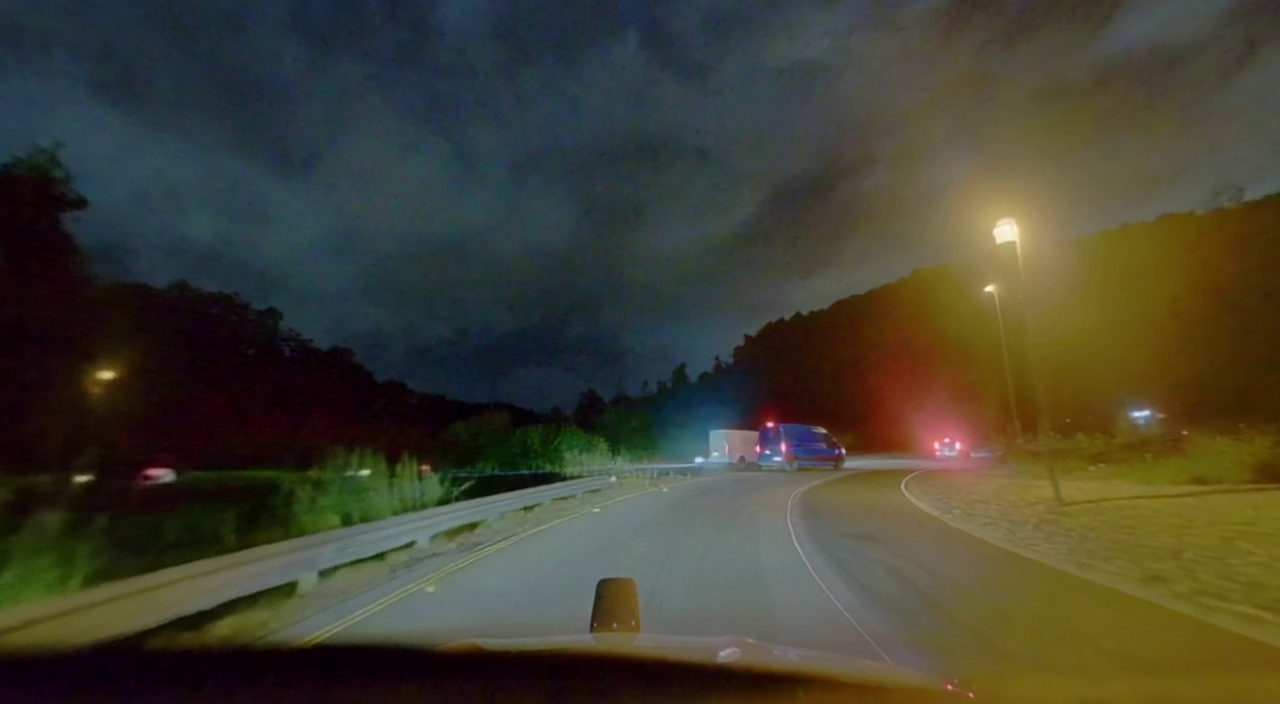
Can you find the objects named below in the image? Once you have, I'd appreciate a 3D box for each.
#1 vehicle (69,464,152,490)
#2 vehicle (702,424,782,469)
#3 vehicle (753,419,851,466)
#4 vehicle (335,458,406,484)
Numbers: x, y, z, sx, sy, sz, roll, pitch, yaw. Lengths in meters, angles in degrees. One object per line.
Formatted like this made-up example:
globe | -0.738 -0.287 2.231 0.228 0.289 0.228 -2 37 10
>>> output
vehicle | -33.146 7.802 39.571 3.769 1.375 1.608 5 -10 -34
vehicle | 6.485 5.961 39.902 4.784 2.535 2.203 3 -10 -38
vehicle | 11.245 6.221 43.476 7.155 2.942 2.420 6 -10 -36
vehicle | -17.727 7.815 41.552 3.983 1.518 1.730 6 -10 -35
